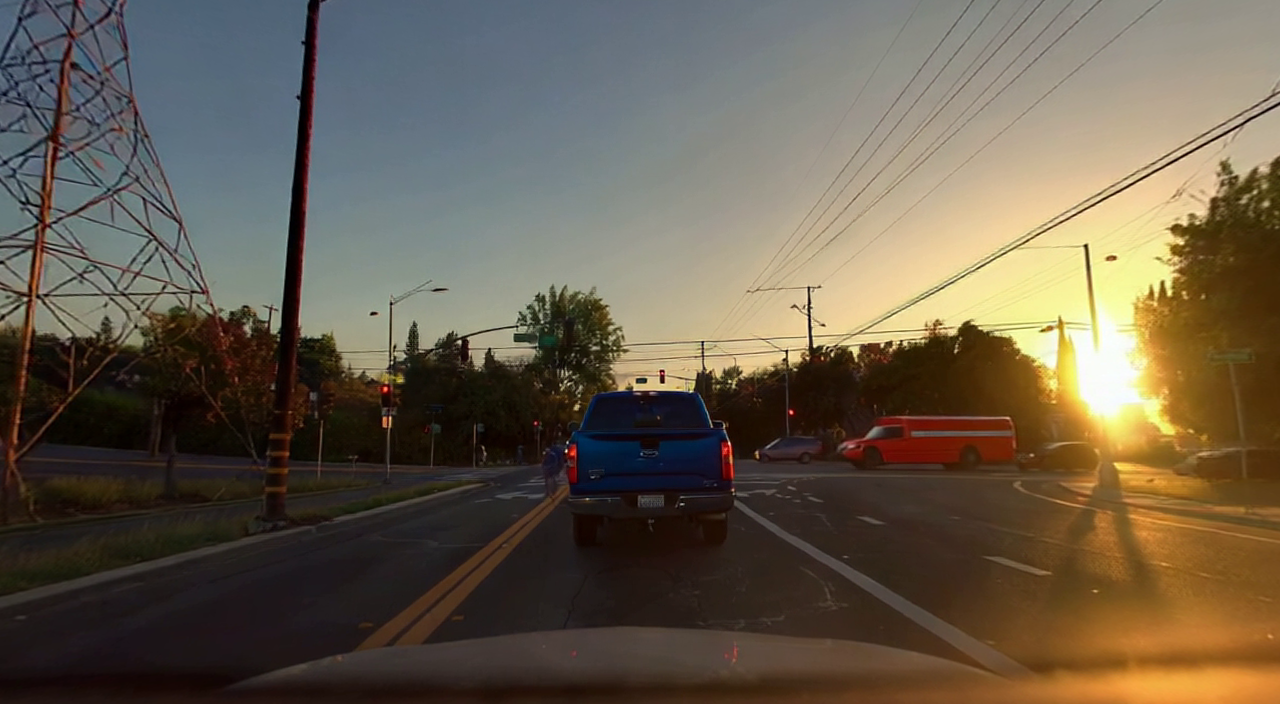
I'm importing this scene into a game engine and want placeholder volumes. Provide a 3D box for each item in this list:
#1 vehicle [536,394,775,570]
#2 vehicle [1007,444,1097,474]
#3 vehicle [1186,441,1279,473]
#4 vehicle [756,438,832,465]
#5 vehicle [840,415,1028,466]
[{"bbox_3d":[0.118,1.878,10.000,2.707,1.964,5.485,0,-8,-1],"label":"vehicle"},{"bbox_3d":[29.122,7.565,44.738,5.077,2.008,1.991,1,-9,-4],"label":"vehicle"},{"bbox_3d":[30.457,5.233,31.729,4.520,1.496,2.060,1,-8,-10],"label":"vehicle"},{"bbox_3d":[11.386,7.360,46.729,5.235,1.878,2.107,-3,-9,14],"label":"vehicle"},{"bbox_3d":[19.150,5.888,41.813,10.726,3.128,3.003,-1,-8,3],"label":"vehicle"}]
